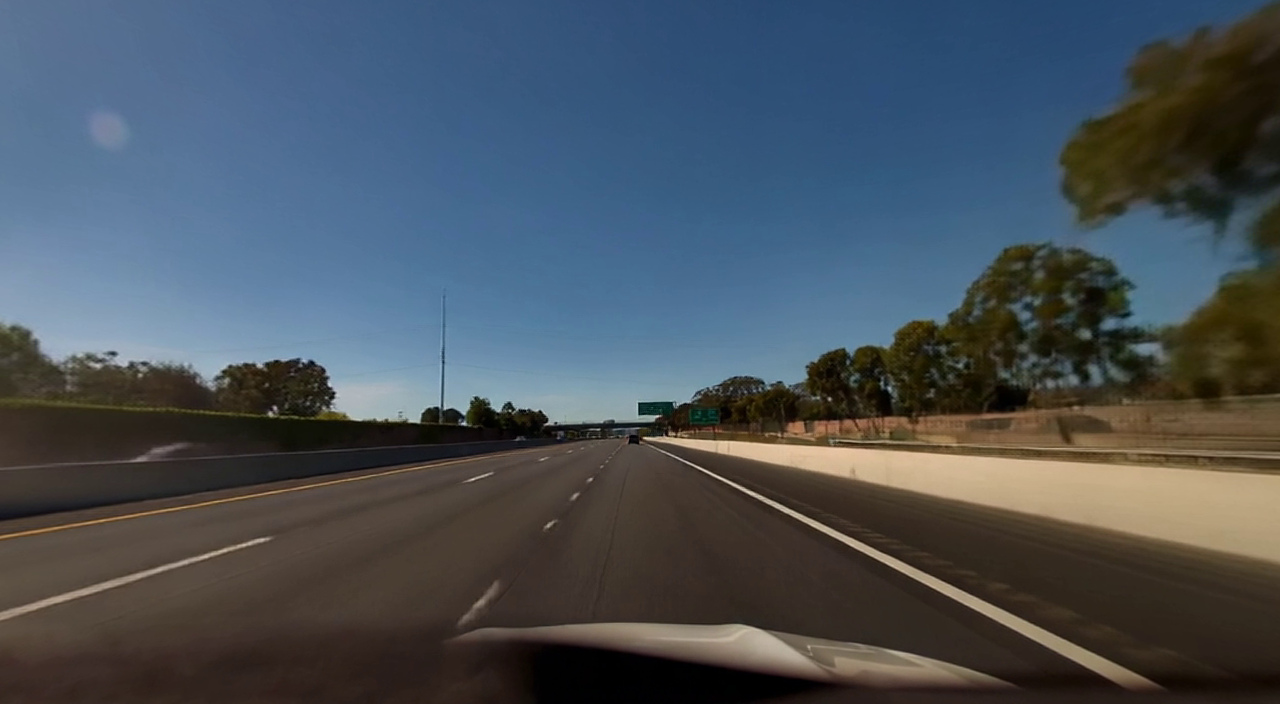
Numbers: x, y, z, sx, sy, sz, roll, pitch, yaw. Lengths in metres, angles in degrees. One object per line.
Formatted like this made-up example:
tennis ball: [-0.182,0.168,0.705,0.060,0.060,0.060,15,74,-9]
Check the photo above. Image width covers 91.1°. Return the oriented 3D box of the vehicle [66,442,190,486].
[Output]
vehicle: [-19.059,4.139,23.604,1.674,1.440,3.617,0,-8,-2]
